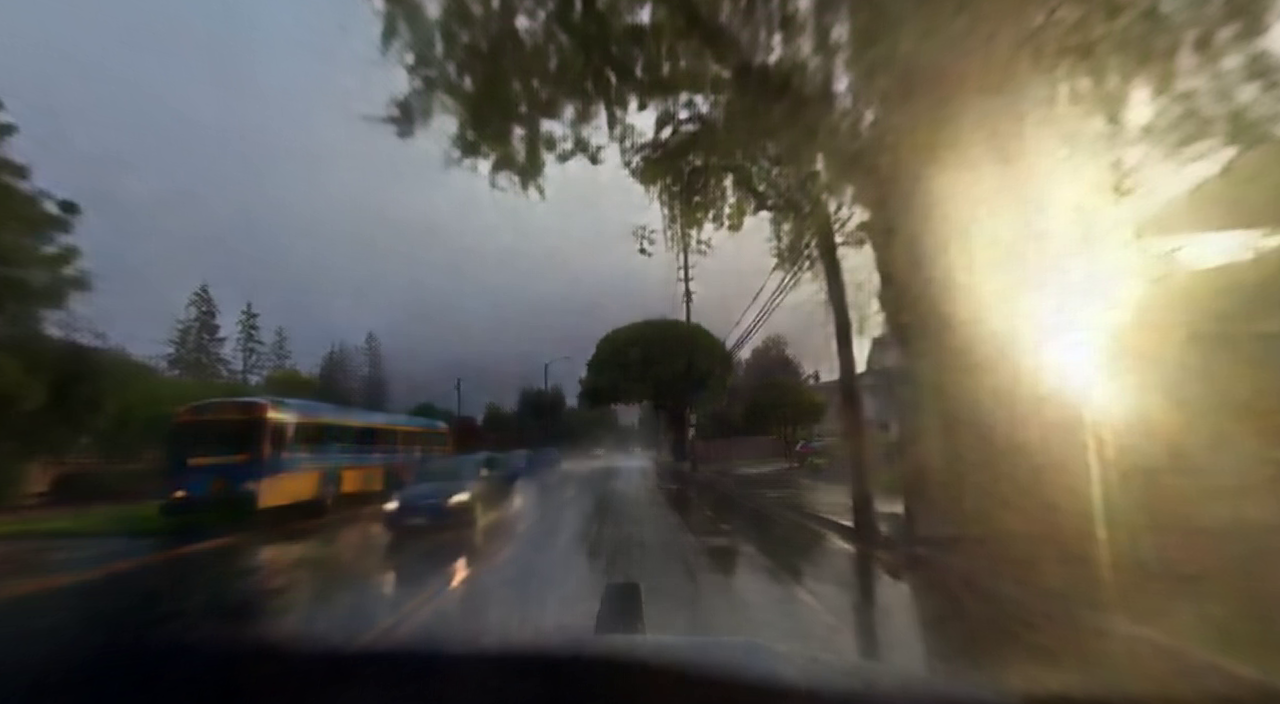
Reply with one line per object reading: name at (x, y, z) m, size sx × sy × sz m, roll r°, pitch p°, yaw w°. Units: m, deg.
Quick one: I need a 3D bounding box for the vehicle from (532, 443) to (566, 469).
vehicle at (-6.869, 7.916, 48.267) m, size 1.923 × 1.687 × 4.511 m, roll -4°, pitch -8°, yaw -1°

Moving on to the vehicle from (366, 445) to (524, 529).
vehicle at (-3.955, 2.788, 13.704) m, size 2.033 × 1.502 × 4.240 m, roll 0°, pitch -9°, yaw 0°
